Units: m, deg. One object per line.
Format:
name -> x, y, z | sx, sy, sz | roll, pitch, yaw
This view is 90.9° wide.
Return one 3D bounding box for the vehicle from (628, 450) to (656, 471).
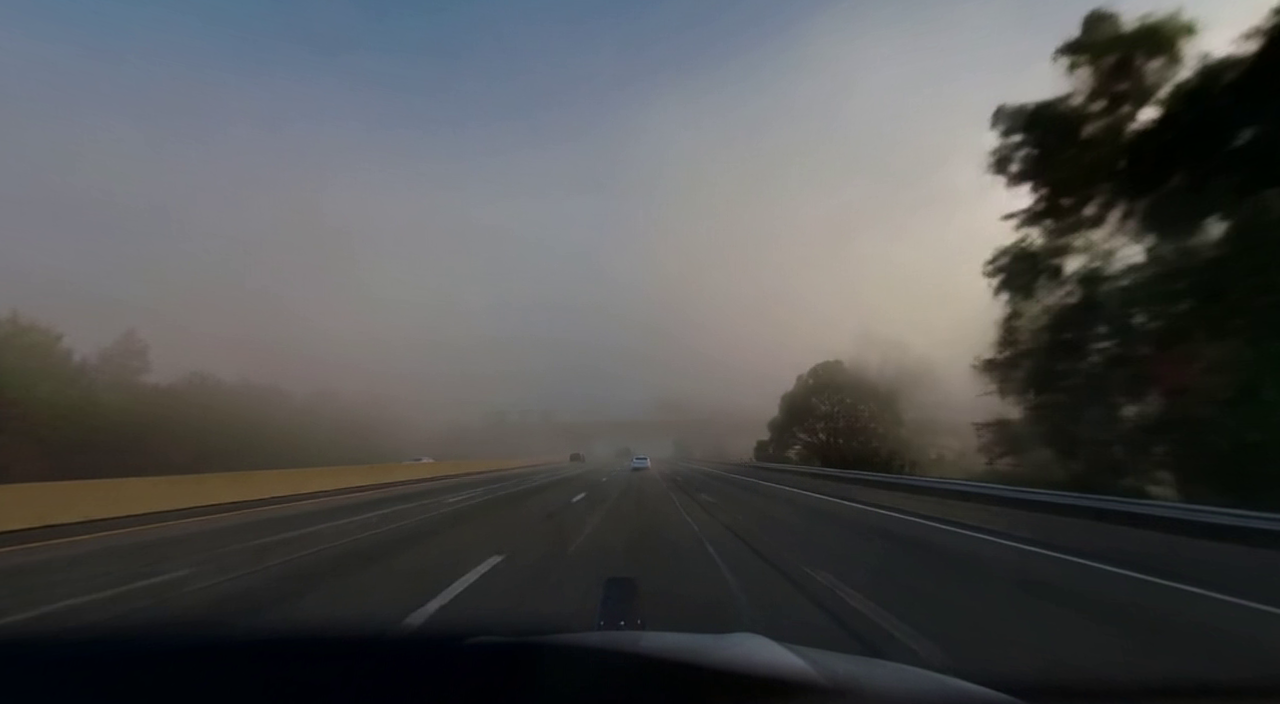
vehicle -> 0.141, 8.449, 49.225 | 2.113, 1.537, 4.208 | 0, -9, 0
